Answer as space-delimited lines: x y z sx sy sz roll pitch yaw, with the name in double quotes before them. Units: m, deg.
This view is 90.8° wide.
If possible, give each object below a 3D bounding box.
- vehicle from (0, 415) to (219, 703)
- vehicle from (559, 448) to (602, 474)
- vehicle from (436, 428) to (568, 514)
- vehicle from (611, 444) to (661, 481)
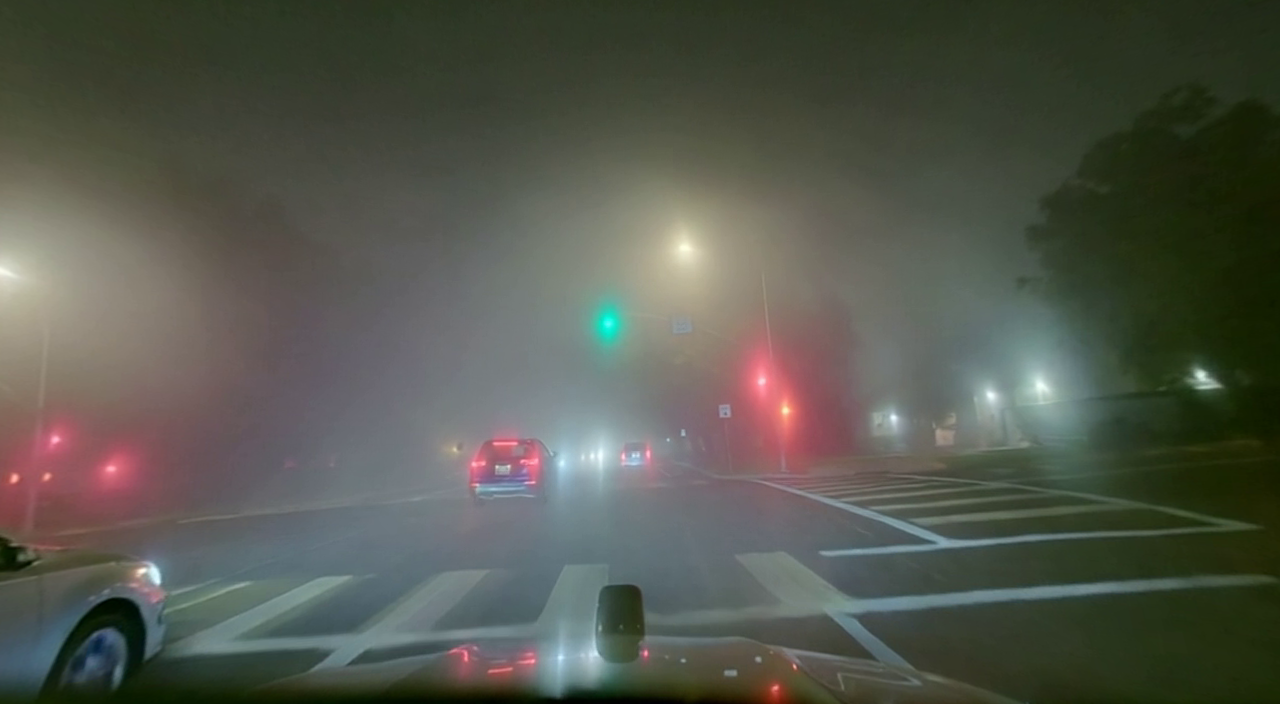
"vehicle" -3.509 0.835 1.387 1.934 1.475 4.741 0 -8 0
"vehicle" -3.700 6.840 39.872 2.268 1.522 4.350 0 -8 0
"vehicle" -3.175 2.842 15.607 2.157 1.771 4.452 -1 -8 1
"vehicle" -0.211 4.854 28.051 2.062 1.518 3.901 0 -8 -1
